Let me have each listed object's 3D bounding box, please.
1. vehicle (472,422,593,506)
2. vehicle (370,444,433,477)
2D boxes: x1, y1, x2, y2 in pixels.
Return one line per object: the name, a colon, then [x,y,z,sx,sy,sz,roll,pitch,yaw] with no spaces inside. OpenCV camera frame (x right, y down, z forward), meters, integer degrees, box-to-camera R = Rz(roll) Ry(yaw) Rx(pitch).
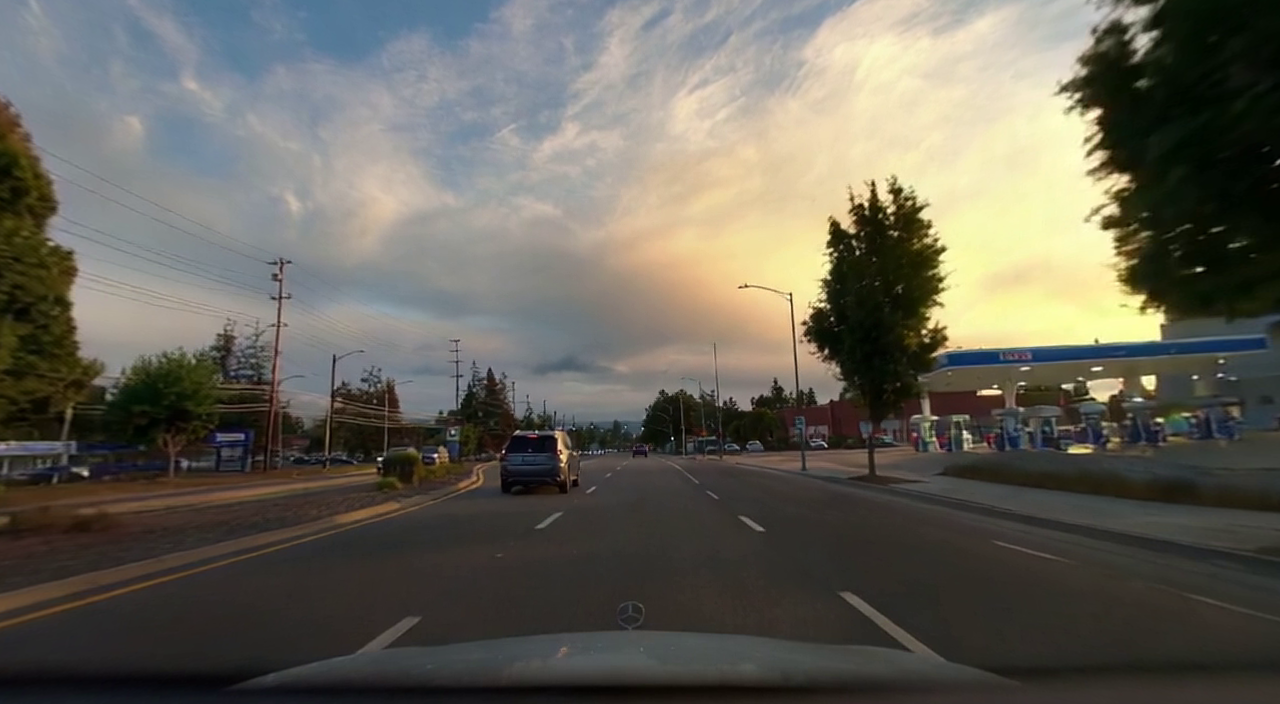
vehicle: [-2.556,2.827,16.401,2.190,1.844,4.751,0,-8,2]
vehicle: [-13.156,5.991,35.030,1.825,1.705,4.234,0,-8,0]
